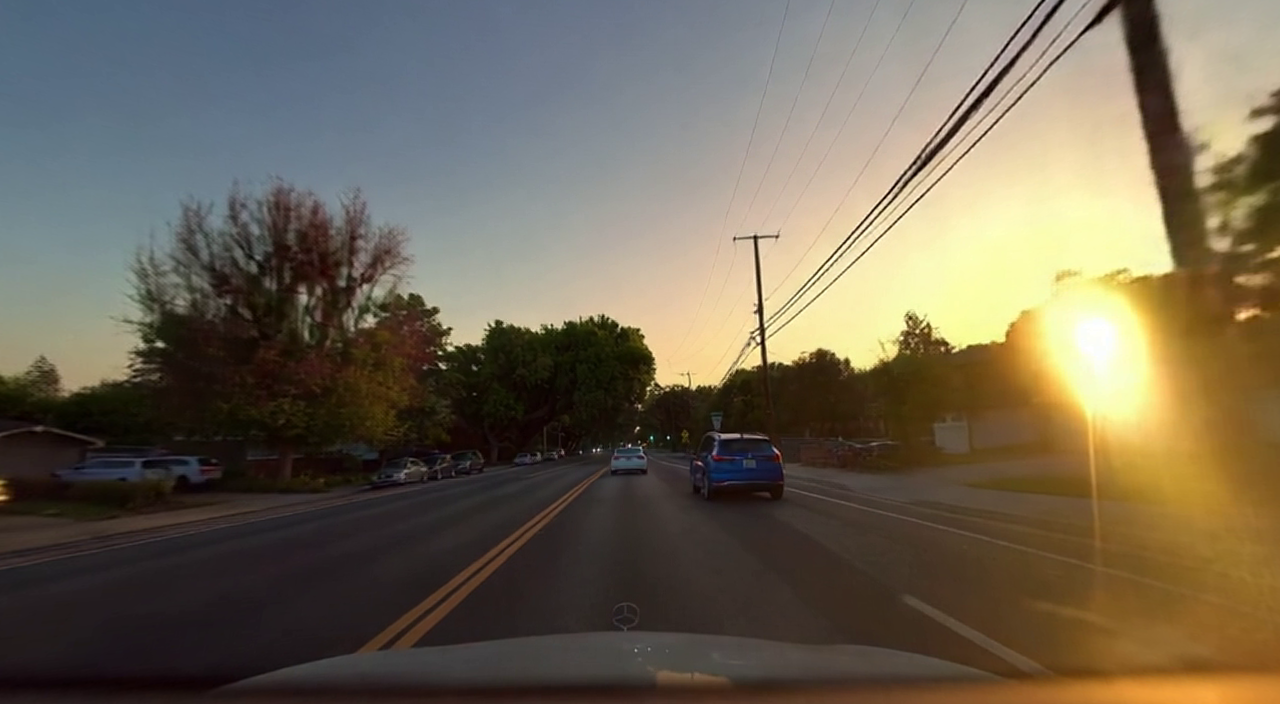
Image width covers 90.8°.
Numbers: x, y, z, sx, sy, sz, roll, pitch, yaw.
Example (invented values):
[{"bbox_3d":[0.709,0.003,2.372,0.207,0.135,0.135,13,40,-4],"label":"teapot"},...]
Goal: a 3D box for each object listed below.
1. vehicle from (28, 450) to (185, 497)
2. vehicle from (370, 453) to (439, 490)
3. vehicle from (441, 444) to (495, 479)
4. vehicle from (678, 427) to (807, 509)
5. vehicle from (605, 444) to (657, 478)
[{"bbox_3d":[-21.054,4.776,25.089,4.240,1.717,2.043,0,-9,-2],"label":"vehicle"},{"bbox_3d":[-12.327,6.245,33.372,2.044,1.534,4.554,-5,-8,-2],"label":"vehicle"},{"bbox_3d":[-12.390,7.850,45.786,2.504,2.031,5.237,-8,-8,-4],"label":"vehicle"},{"bbox_3d":[2.380,2.872,16.150,2.200,1.763,4.676,1,-8,-4],"label":"vehicle"},{"bbox_3d":[-0.413,4.946,28.942,2.196,1.449,4.006,0,-8,-1],"label":"vehicle"}]
